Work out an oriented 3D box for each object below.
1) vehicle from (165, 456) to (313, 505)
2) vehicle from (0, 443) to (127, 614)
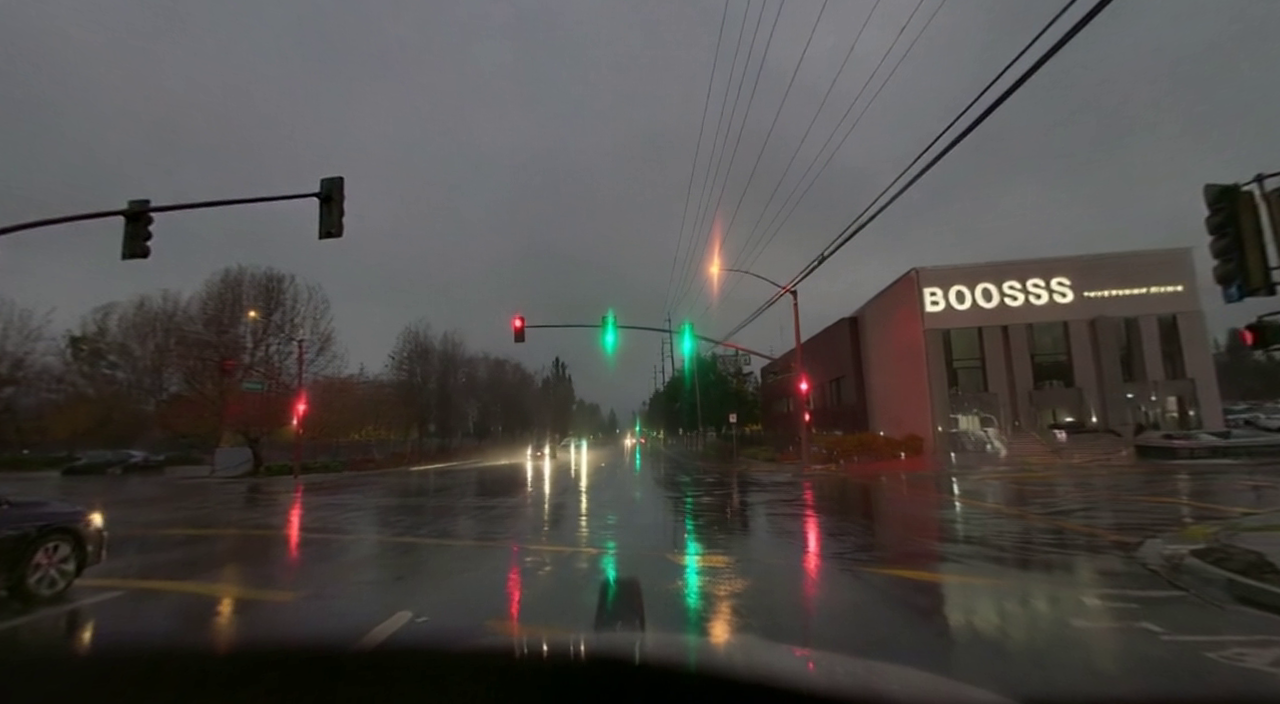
[{"bbox_3d":[-15.113,4.827,24.036,4.298,1.466,1.921,-2,-8,-7],"label":"vehicle"},{"bbox_3d":[-6.425,1.401,4.623,1.928,1.451,4.219,0,-9,-3],"label":"vehicle"}]
